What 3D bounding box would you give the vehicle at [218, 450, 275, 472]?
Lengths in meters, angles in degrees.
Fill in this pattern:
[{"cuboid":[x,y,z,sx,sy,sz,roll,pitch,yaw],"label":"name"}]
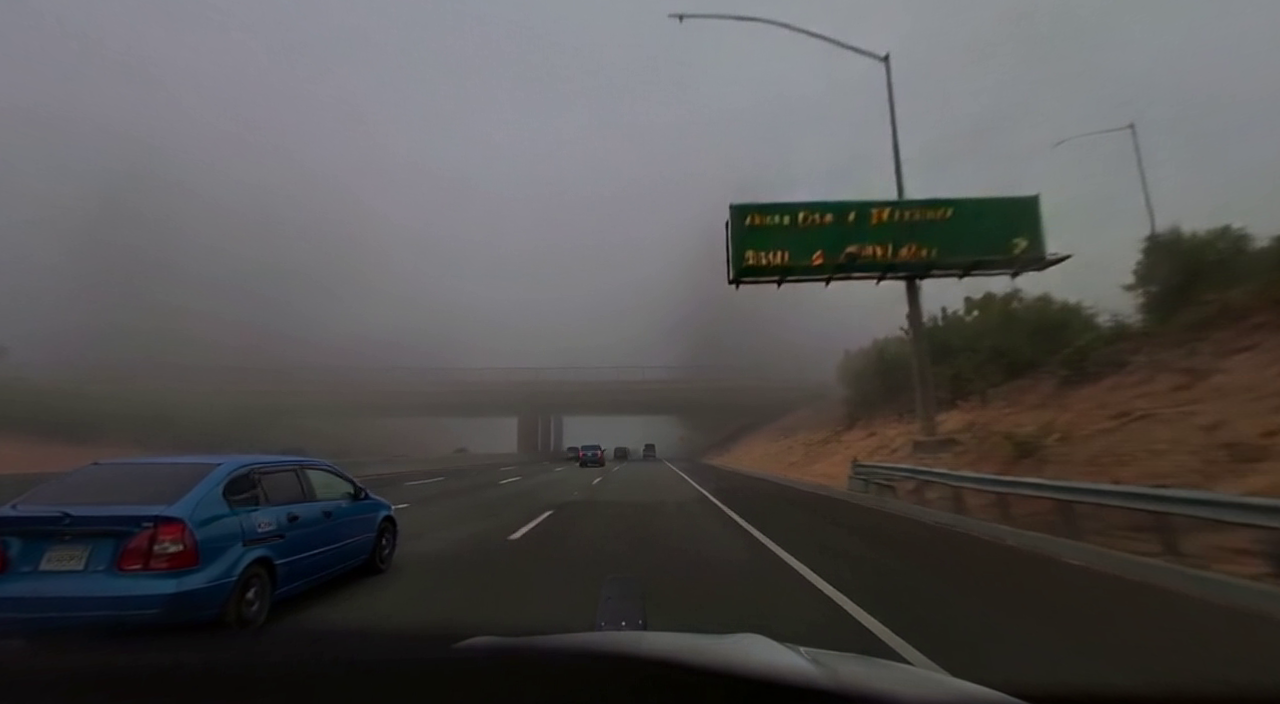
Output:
[{"cuboid":[-27.770,7.689,44.664,1.644,1.420,3.518,0,-8,2],"label":"vehicle"}]
